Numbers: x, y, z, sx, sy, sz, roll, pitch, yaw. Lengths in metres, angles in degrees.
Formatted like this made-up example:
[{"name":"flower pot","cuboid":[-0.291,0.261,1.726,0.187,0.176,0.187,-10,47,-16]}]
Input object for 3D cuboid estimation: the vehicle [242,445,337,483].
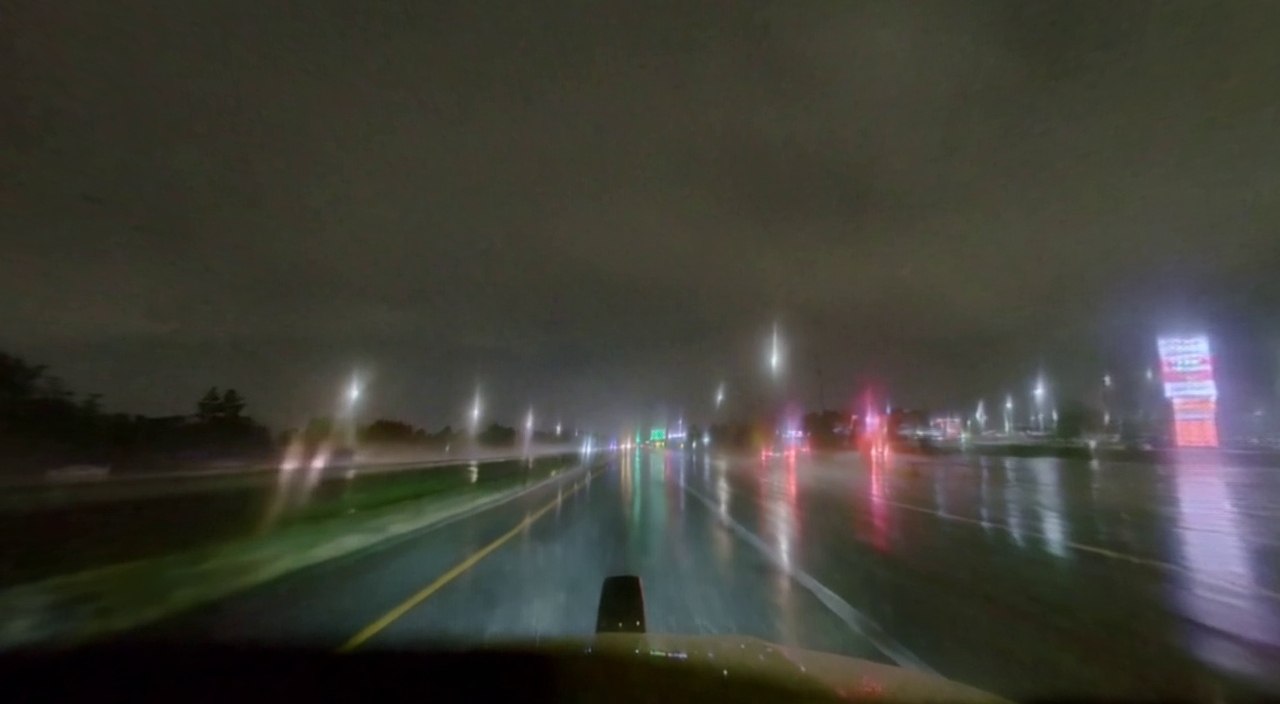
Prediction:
[{"name":"vehicle","cuboid":[-17.161,5.497,31.164,1.966,1.707,4.727,0,-9,0]}]
